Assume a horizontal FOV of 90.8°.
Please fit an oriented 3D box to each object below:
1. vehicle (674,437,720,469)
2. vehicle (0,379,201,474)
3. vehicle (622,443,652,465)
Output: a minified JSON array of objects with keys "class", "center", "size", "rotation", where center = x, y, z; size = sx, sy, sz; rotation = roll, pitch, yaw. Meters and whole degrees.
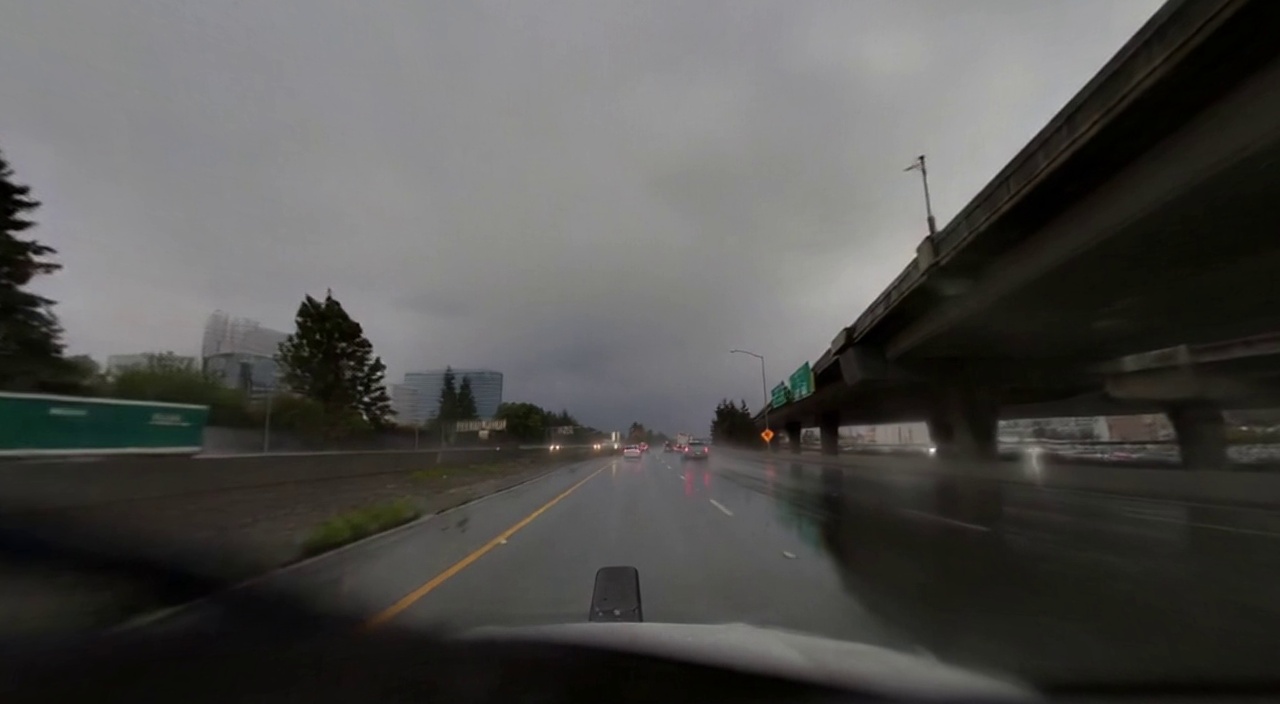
[{"class":"vehicle","center":[3.367,6.115,38.237],"size":[2.226,1.779,4.835],"rotation":[0,-9,-1]},{"class":"vehicle","center":[-27.182,3.802,30.501],"size":[2.798,3.790,12.764],"rotation":[0,-9,0]},{"class":"vehicle","center":[-0.161,7.391,45.795],"size":[2.046,1.475,3.784],"rotation":[-1,-9,1]}]
